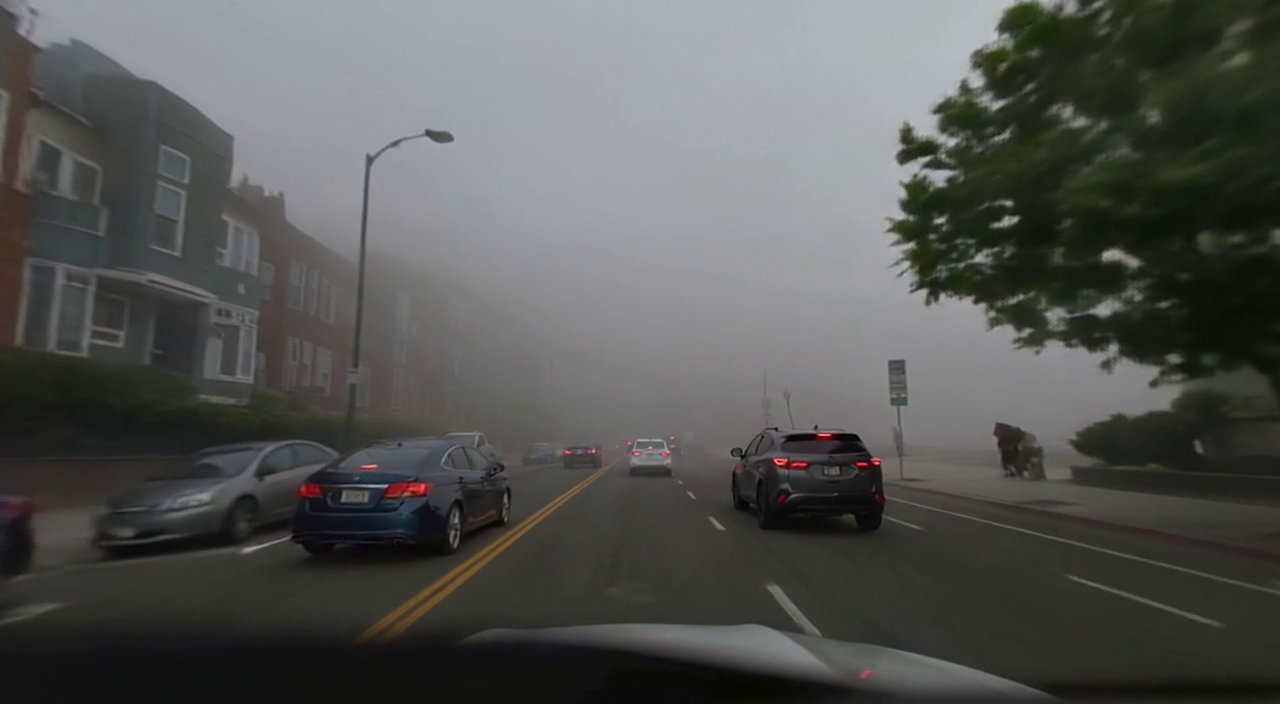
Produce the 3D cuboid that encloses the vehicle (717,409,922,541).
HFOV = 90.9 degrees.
[{"bbox_3d":[2.618,1.928,10.496,2.094,1.709,4.394,0,-8,0],"label":"vehicle"}]

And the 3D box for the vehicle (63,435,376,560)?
[{"bbox_3d":[-5.891,2.040,9.628,1.797,1.462,4.218,0,-8,1],"label":"vehicle"}]

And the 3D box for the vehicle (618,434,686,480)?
[{"bbox_3d":[0.373,3.657,22.236,2.139,1.466,4.373,0,-8,0],"label":"vehicle"}]

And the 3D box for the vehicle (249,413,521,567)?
[{"bbox_3d":[-3.093,1.760,8.755,2.085,1.619,3.976,0,-8,0],"label":"vehicle"}]

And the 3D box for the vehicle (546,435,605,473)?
[{"bbox_3d":[-2.697,4.405,27.447,2.019,1.507,4.643,0,-8,1],"label":"vehicle"}]
